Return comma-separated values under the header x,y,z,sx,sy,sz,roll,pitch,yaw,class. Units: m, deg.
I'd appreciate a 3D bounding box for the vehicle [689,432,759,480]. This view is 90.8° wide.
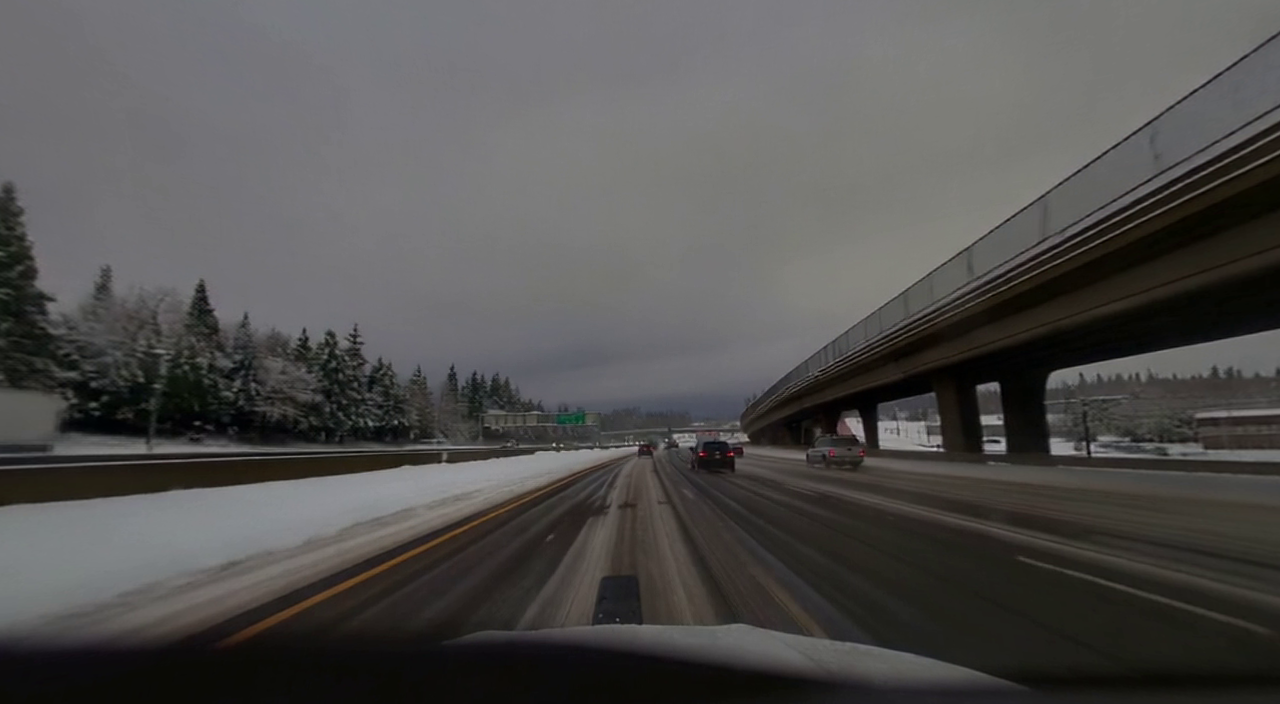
x,y,z,sx,sy,sz,roll,pitch,yaw,class
3.386,4.330,26.476,2.226,1.779,4.835,0,-9,-1,vehicle

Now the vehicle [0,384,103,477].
x,y,z,sx,sy,sz,roll,pitch,yaw,class
-30.599,3.126,25.833,2.913,4.150,16.271,0,-9,0,vehicle

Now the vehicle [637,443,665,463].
x,y,z,sx,sy,sz,roll,pitch,yaw,class
0.829,7.718,48.407,2.046,1.475,3.784,0,-9,1,vehicle
